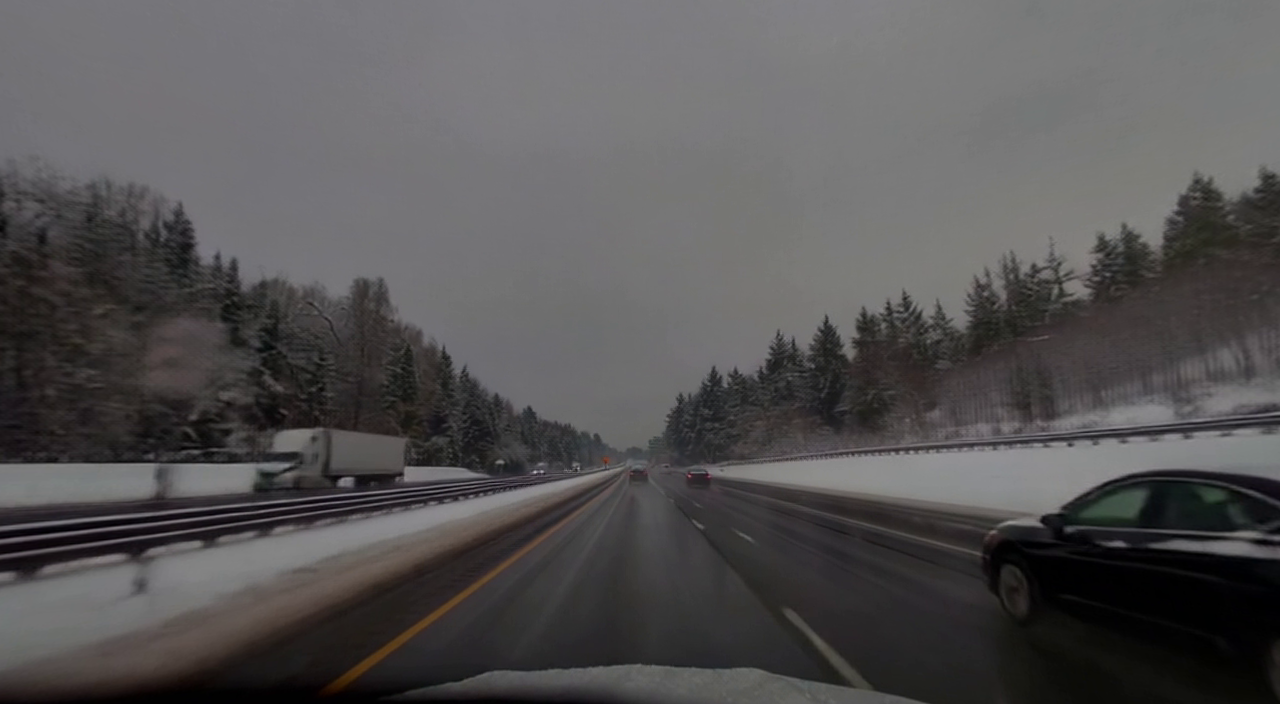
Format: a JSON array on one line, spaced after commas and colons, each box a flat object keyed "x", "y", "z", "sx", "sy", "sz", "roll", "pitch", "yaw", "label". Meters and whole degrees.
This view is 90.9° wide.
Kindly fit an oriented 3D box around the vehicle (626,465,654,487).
[{"x": -0.019, "y": 9.230, "z": 46.947, "sx": 1.980, "sy": 1.483, "sz": 3.865, "roll": 1, "pitch": -11, "yaw": -1, "label": "vehicle"}]

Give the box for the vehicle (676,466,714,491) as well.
[{"x": 3.467, "y": 8.100, "z": 40.499, "sx": 1.976, "sy": 1.467, "sz": 3.783, "roll": 1, "pitch": -11, "yaw": -2, "label": "vehicle"}]

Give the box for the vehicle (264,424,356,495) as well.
[{"x": -20.330, "y": 6.760, "z": 39.283, "sx": 2.995, "sy": 4.002, "sz": 5.843, "roll": 2, "pitch": -11, "yaw": -9, "label": "vehicle"}]

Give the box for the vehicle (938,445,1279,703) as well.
[{"x": 3.967, "y": 1.303, "z": 3.642, "sx": 2.018, "sy": 1.426, "sz": 4.941, "roll": 1, "pitch": -11, "yaw": -1, "label": "vehicle"}]
